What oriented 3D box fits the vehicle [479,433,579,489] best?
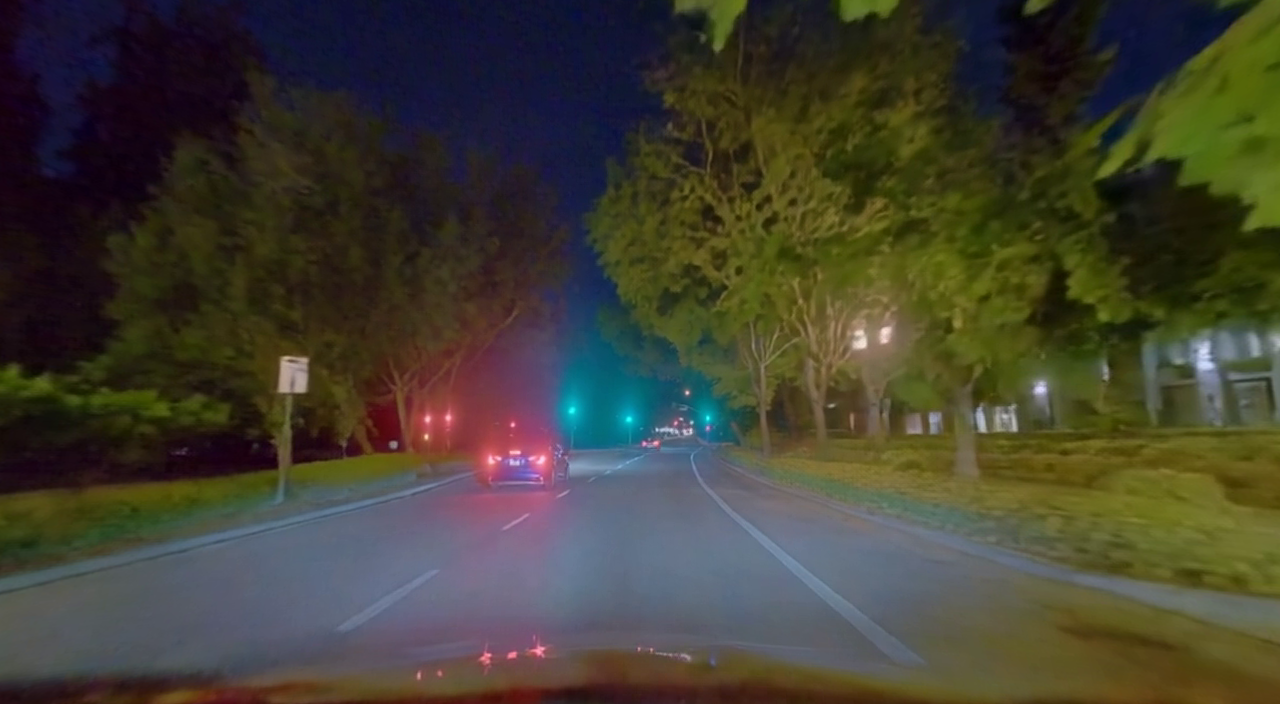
[{"bbox_3d":[-3.238,3.294,19.490,2.038,1.486,4.678,-1,-8,2],"label":"vehicle"}]
